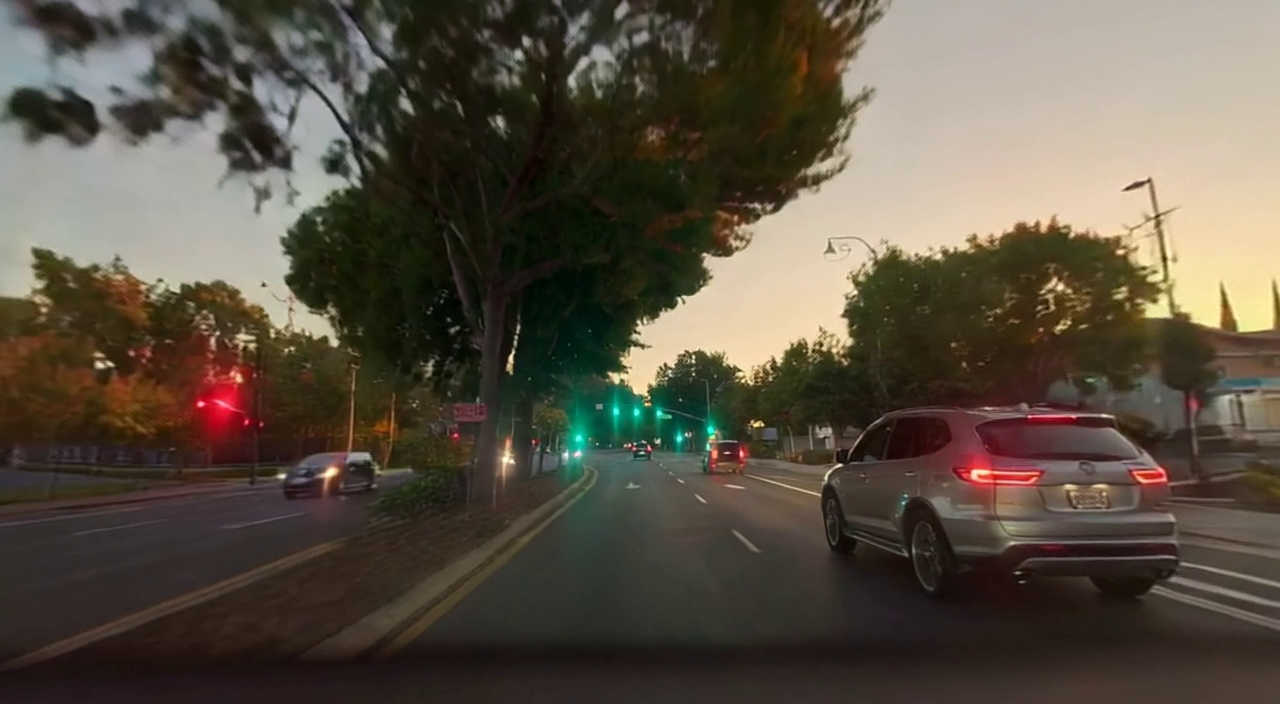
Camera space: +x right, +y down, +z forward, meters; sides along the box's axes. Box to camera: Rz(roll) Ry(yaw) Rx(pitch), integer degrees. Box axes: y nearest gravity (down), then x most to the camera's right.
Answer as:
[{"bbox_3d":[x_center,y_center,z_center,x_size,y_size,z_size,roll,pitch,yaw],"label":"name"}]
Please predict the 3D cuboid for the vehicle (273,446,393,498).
[{"bbox_3d":[-9.772,3.802,20.455,1.932,1.483,4.246,1,-8,-3],"label":"vehicle"}]

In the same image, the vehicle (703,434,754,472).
[{"bbox_3d":[4.506,5.241,32.889,2.085,1.828,5.383,0,-8,3],"label":"vehicle"}]

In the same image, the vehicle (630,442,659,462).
[{"bbox_3d":[0.332,7.700,48.565,2.131,1.474,4.146,0,-8,1],"label":"vehicle"}]

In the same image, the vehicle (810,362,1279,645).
[{"bbox_3d":[3.374,1.317,6.419,2.033,1.865,4.360,0,-8,0],"label":"vehicle"}]
